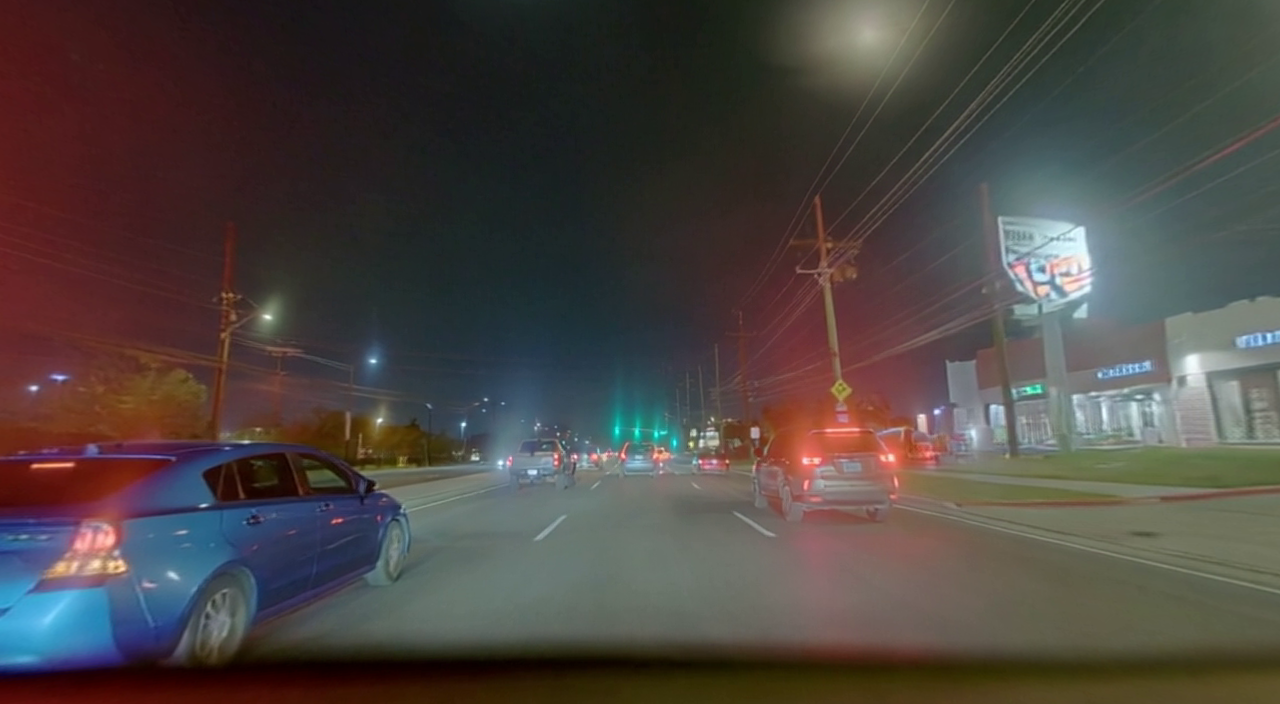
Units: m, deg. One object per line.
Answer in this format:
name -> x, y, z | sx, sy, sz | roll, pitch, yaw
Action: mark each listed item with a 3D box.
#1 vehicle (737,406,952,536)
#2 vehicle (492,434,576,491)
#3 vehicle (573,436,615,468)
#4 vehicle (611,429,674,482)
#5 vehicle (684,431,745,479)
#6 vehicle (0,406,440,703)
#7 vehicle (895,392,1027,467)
vehicle -> 3.400, 2.114, 11.832 | 2.282, 1.897, 4.915 | 0, -8, -1
vehicle -> -3.327, 3.557, 20.668 | 2.051, 1.671, 3.861 | 0, -8, 0
vehicle -> -3.003, 6.686, 42.456 | 2.405, 2.009, 5.909 | 0, -8, 0
vehicle -> 0.047, 4.145, 25.574 | 2.326, 1.925, 4.253 | 0, -8, -1
vehicle -> 3.122, 4.417, 27.353 | 2.026, 1.904, 4.102 | 0, -8, -1
vehicle -> -3.247, 1.293, 4.749 | 2.022, 1.498, 4.471 | 0, -8, 0
vehicle -> 12.549, 3.137, 25.258 | 2.477, 2.665, 5.203 | 0, -8, 1
